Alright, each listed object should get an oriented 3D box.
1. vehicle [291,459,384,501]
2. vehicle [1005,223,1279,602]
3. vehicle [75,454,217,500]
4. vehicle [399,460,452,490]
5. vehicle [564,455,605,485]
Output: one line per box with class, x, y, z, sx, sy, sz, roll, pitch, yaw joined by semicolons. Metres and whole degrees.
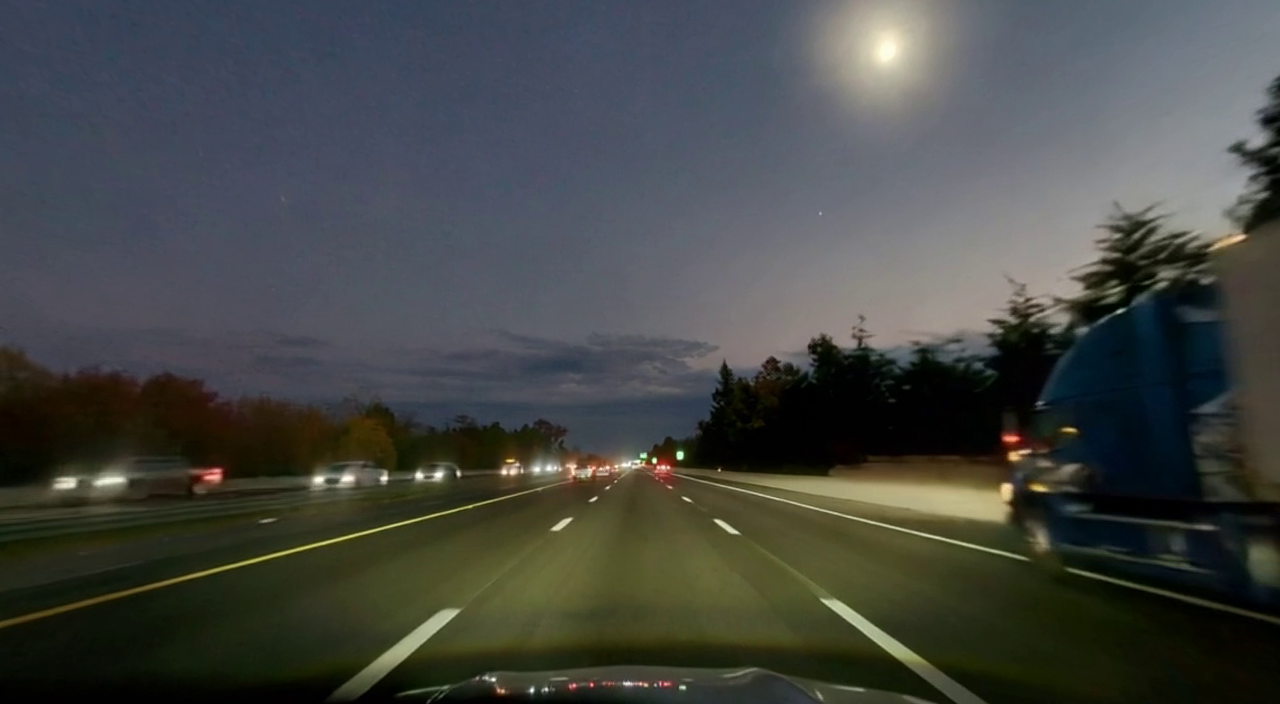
vehicle;-12.289;5.209;25.873;1.879;1.544;3.833;1;-10;0
vehicle;7.645;0.536;5.721;3.093;3.546;9.162;1;-11;0
vehicle;-19.632;4.995;25.389;1.913;1.608;4.751;1;-10;-1
vehicle;-12.044;6.939;35.621;1.721;1.570;3.589;1;-10;0
vehicle;-3.669;7.961;42.502;2.272;1.873;4.832;1;-10;0
